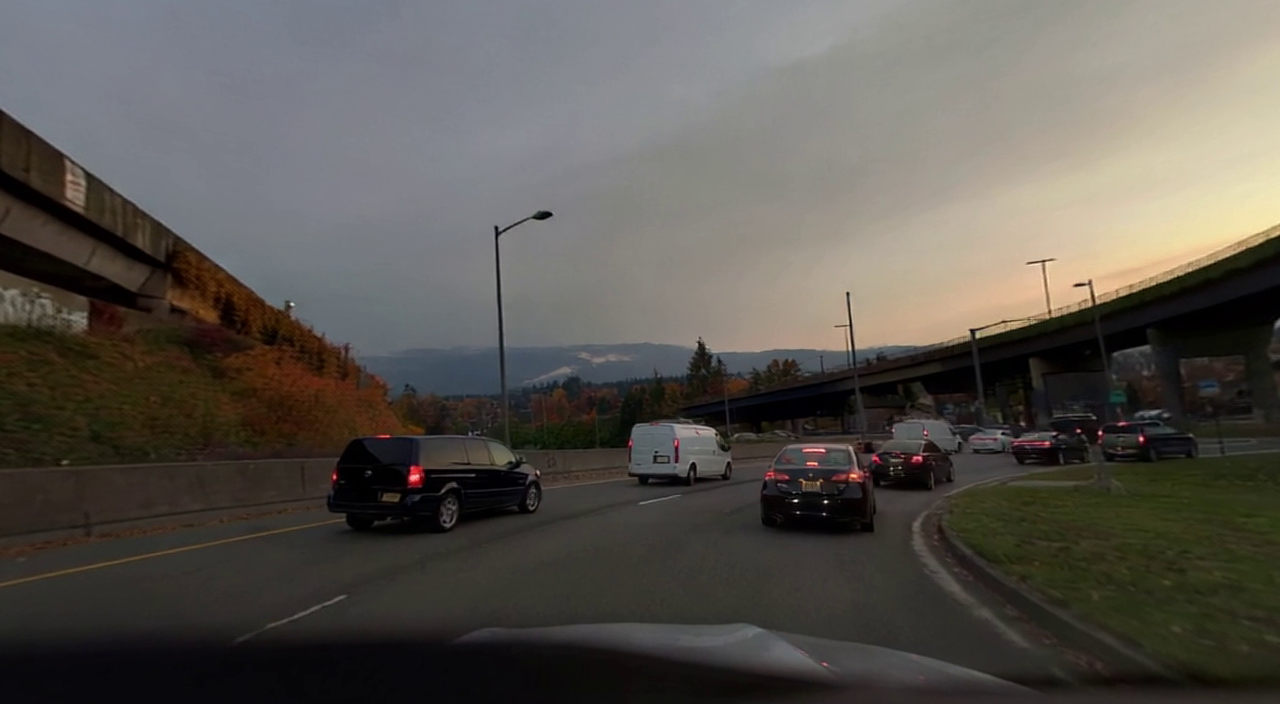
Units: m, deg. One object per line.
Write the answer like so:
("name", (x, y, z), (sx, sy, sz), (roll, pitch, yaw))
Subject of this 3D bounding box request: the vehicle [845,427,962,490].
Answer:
("vehicle", (7.481, 2.955, 17.579), (1.830, 1.519, 4.253), (-7, -11, 38))

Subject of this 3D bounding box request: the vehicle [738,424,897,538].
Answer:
("vehicle", (3.160, 2.077, 10.628), (2.064, 1.515, 3.722), (-4, -10, 23))

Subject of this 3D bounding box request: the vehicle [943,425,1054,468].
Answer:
("vehicle", (13.128, 3.463, 22.881), (3.902, 1.446, 1.780), (5, -11, -32))

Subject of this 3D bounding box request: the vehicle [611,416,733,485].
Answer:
("vehicle", (1.067, 2.953, 18.867), (1.835, 1.825, 4.005), (-6, -11, 34))

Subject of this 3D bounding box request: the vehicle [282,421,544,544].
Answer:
("vehicle", (-3.363, 2.023, 10.303), (1.921, 1.554, 4.081), (-3, -9, 17))

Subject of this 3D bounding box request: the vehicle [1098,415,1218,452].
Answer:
("vehicle", (21.865, 3.468, 26.496), (3.934, 1.485, 1.763), (2, -9, -13))
